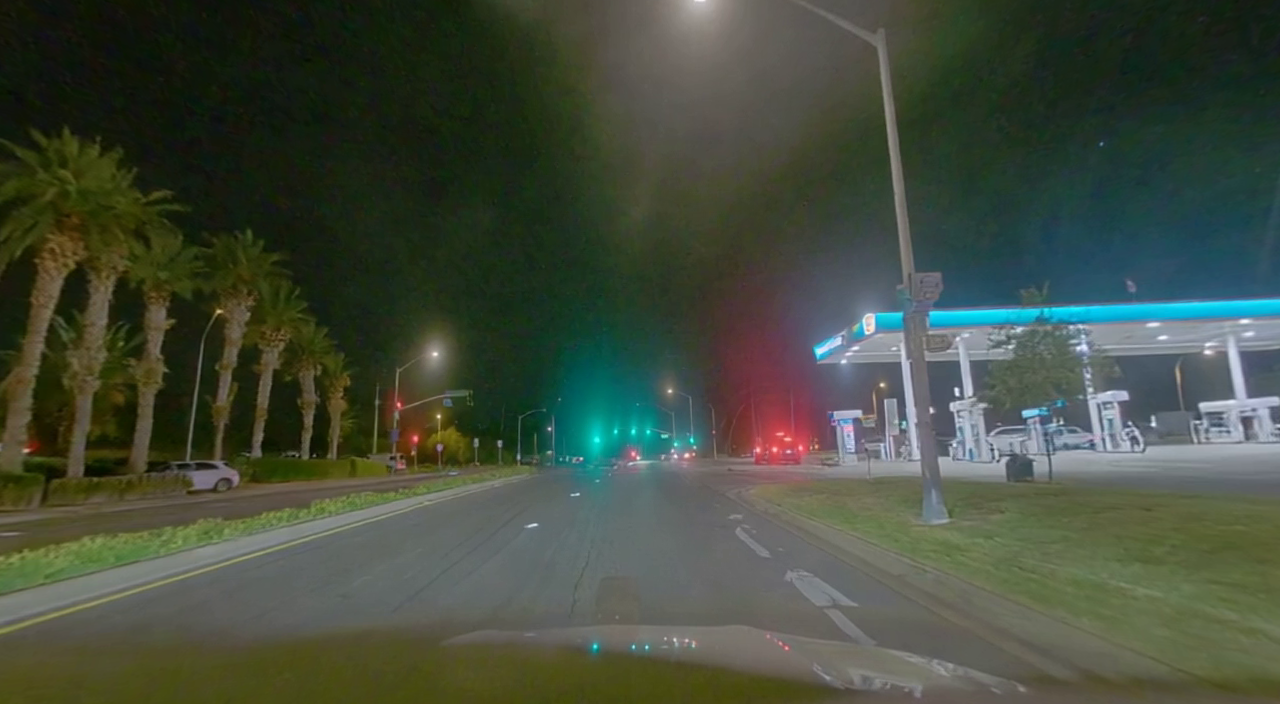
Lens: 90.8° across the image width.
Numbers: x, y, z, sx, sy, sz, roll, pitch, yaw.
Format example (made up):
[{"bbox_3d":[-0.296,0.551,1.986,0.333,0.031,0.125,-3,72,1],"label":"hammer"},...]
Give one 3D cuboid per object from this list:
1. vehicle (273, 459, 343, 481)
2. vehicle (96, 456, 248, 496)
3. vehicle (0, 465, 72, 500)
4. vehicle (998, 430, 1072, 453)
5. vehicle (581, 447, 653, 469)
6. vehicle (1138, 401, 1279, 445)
[{"bbox_3d":[-25.591,9.113,48.772,4.407,1.565,1.861,0,-9,2],"label":"vehicle"},{"bbox_3d":[-19.473,5.166,26.456,4.758,1.542,1.941,0,-9,-1],"label":"vehicle"},{"bbox_3d":[-37.741,7.878,38.342,2.061,1.808,5.607,2,-9,-11],"label":"vehicle"},{"bbox_3d":[30.384,6.880,48.663,4.286,1.519,2.070,-2,-9,-3],"label":"vehicle"},{"bbox_3d":[-1.646,7.526,45.074,4.763,1.496,1.920,3,-9,-22],"label":"vehicle"},{"bbox_3d":[42.860,5.377,47.394,8.366,3.165,2.720,0,-8,1],"label":"vehicle"}]
